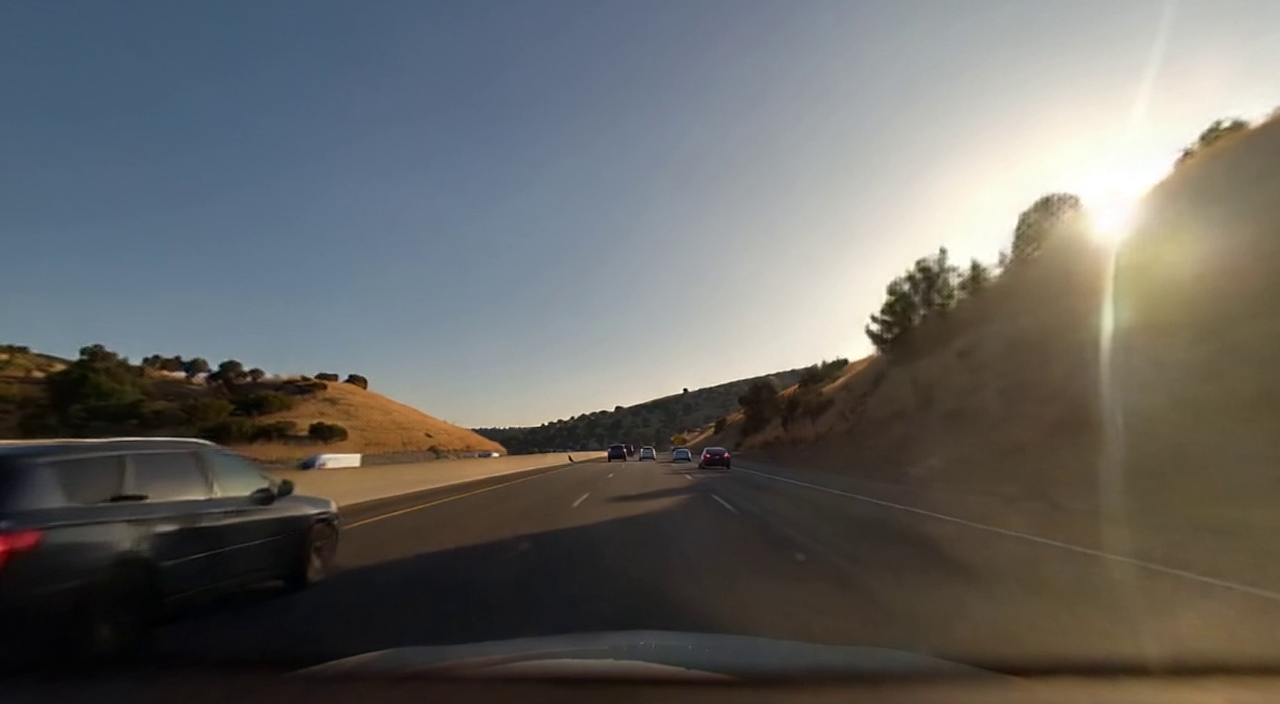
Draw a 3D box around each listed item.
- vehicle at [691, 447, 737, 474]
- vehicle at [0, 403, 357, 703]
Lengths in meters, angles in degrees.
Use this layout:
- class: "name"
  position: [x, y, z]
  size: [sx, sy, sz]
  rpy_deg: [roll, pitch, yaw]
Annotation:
- class: "vehicle"
  position: [3.912, 5.778, 33.858]
  size: [1.976, 1.352, 3.602]
  rpy_deg: [0, -8, -1]
- class: "vehicle"
  position: [-3.865, 1.218, 4.397]
  size: [1.910, 1.521, 3.930]
  rpy_deg: [0, -8, 1]
